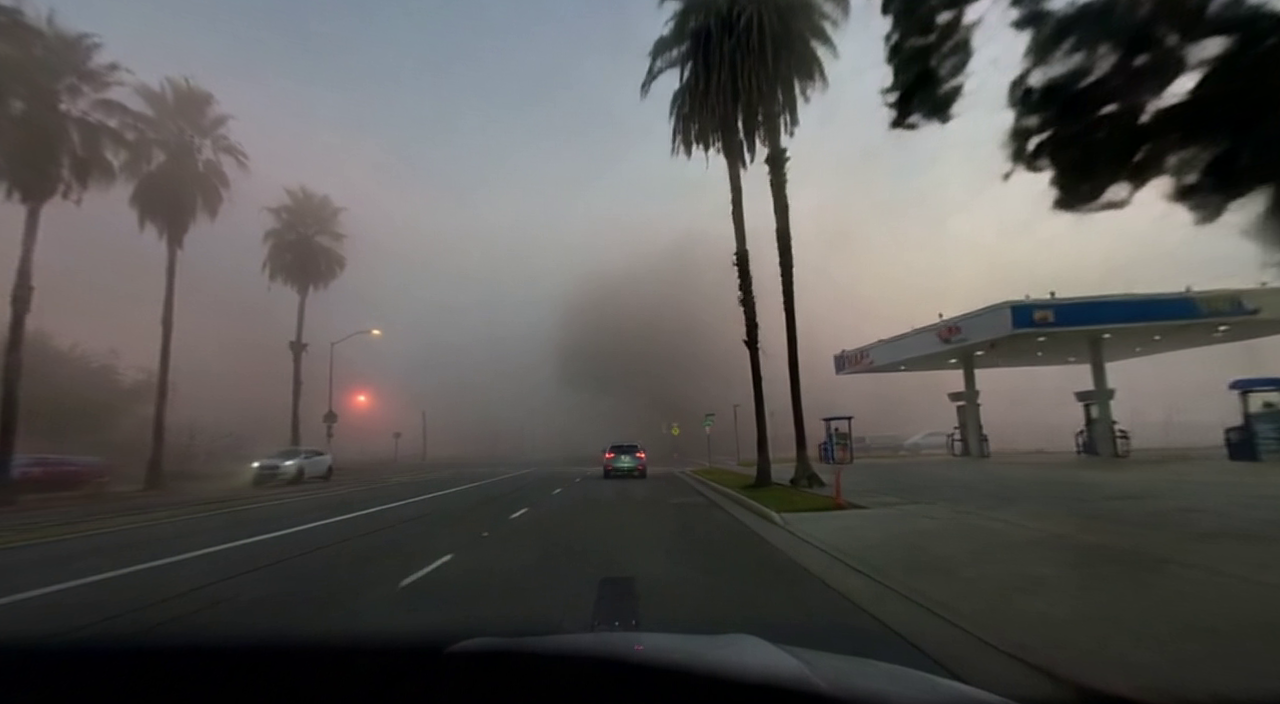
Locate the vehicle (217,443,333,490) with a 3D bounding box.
[{"bbox_3d":[-14.558,4.546,25.564,2.026,1.722,4.463,0,-8,-1],"label":"vehicle"}]

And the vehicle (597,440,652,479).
[{"bbox_3d":[-0.613,4.395,26.128,2.076,1.486,4.119,0,-8,-1],"label":"vehicle"}]
